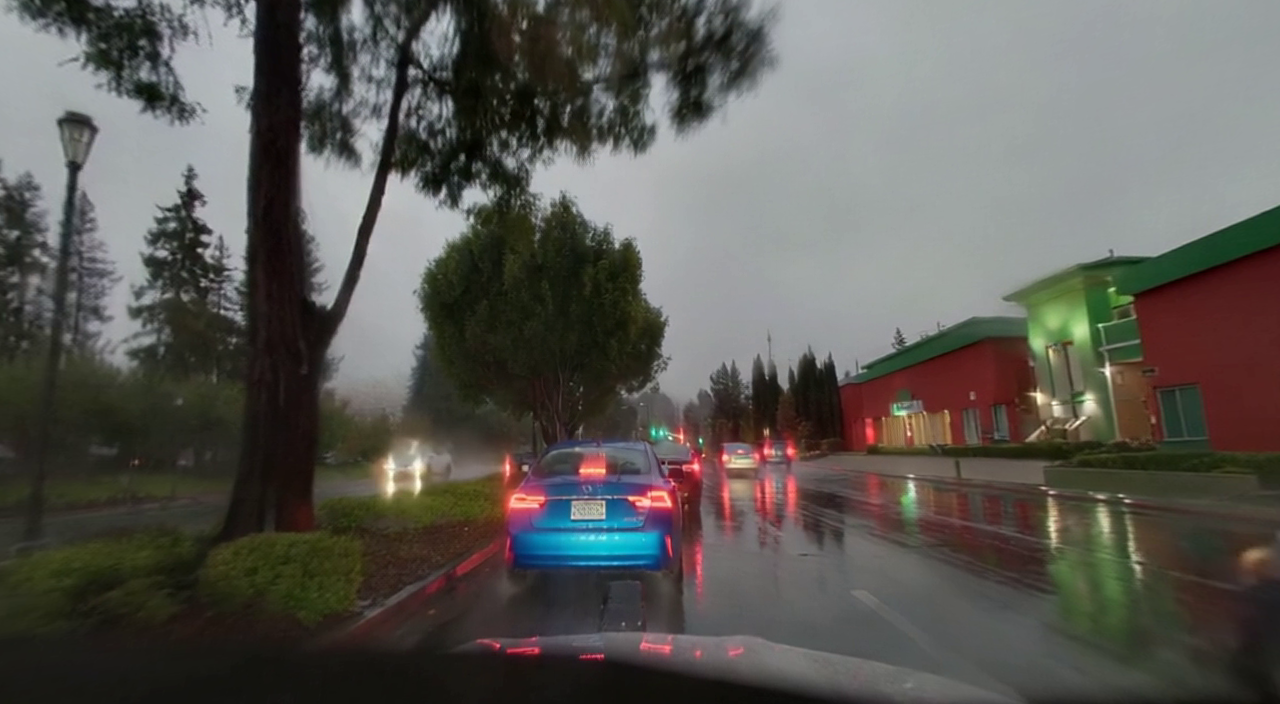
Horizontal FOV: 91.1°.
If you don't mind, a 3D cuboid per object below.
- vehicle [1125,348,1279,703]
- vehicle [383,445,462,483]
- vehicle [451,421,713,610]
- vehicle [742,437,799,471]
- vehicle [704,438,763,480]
[{"bbox_3d":[3.508,0.593,1.054,1.971,1.637,4.317,0,-9,2],"label":"vehicle"},{"bbox_3d":[-11.912,6.180,34.972,2.257,1.904,5.751,0,-9,1],"label":"vehicle"},{"bbox_3d":[-0.471,1.627,7.155,2.111,1.506,4.018,0,-9,0],"label":"vehicle"},{"bbox_3d":[7.652,6.030,37.399,2.253,1.854,5.409,0,-9,0],"label":"vehicle"},{"bbox_3d":[3.967,4.597,27.271,1.946,1.648,4.230,0,-9,0],"label":"vehicle"}]
